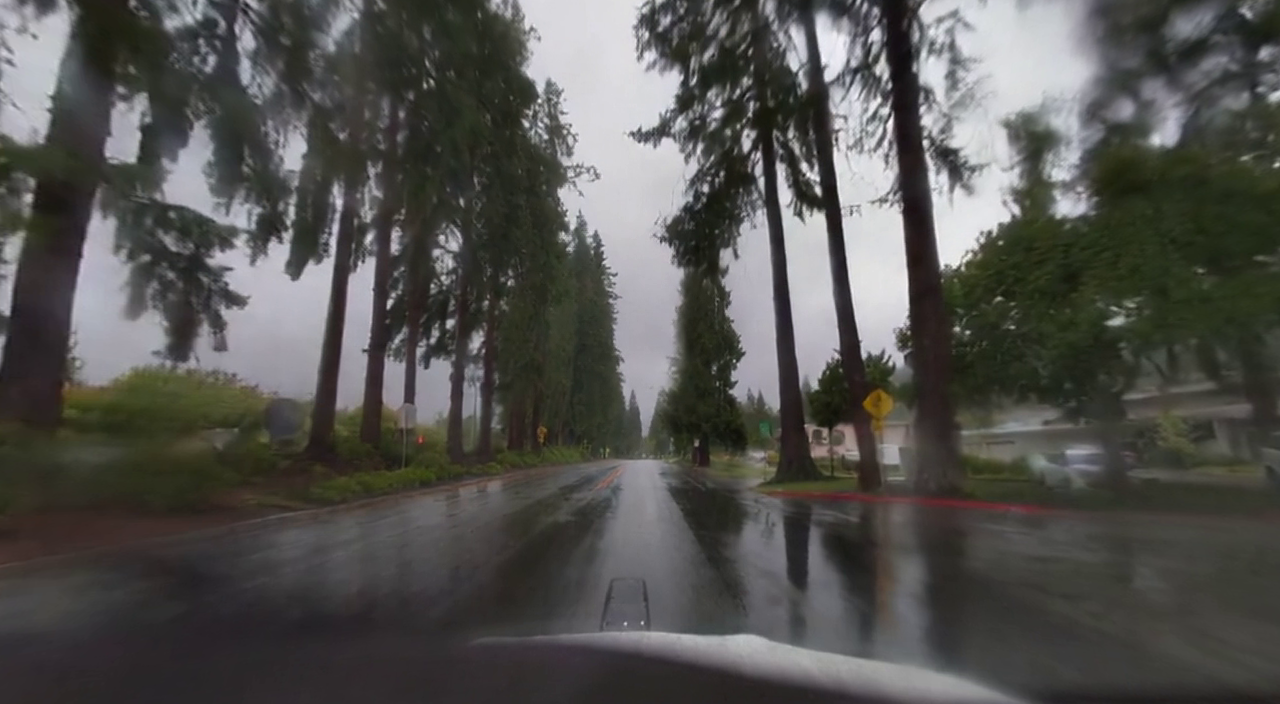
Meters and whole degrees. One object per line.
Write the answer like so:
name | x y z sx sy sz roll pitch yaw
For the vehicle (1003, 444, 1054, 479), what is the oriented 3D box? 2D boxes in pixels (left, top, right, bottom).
vehicle | 20.129 5.628 32.602 1.958 1.644 4.527 -6 -10 32

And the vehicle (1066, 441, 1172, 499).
vehicle | 14.873 3.617 19.861 2.063 1.588 4.759 -6 -10 31

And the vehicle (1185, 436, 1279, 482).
vehicle | 27.096 4.846 28.914 2.055 1.899 4.487 -6 -10 28
